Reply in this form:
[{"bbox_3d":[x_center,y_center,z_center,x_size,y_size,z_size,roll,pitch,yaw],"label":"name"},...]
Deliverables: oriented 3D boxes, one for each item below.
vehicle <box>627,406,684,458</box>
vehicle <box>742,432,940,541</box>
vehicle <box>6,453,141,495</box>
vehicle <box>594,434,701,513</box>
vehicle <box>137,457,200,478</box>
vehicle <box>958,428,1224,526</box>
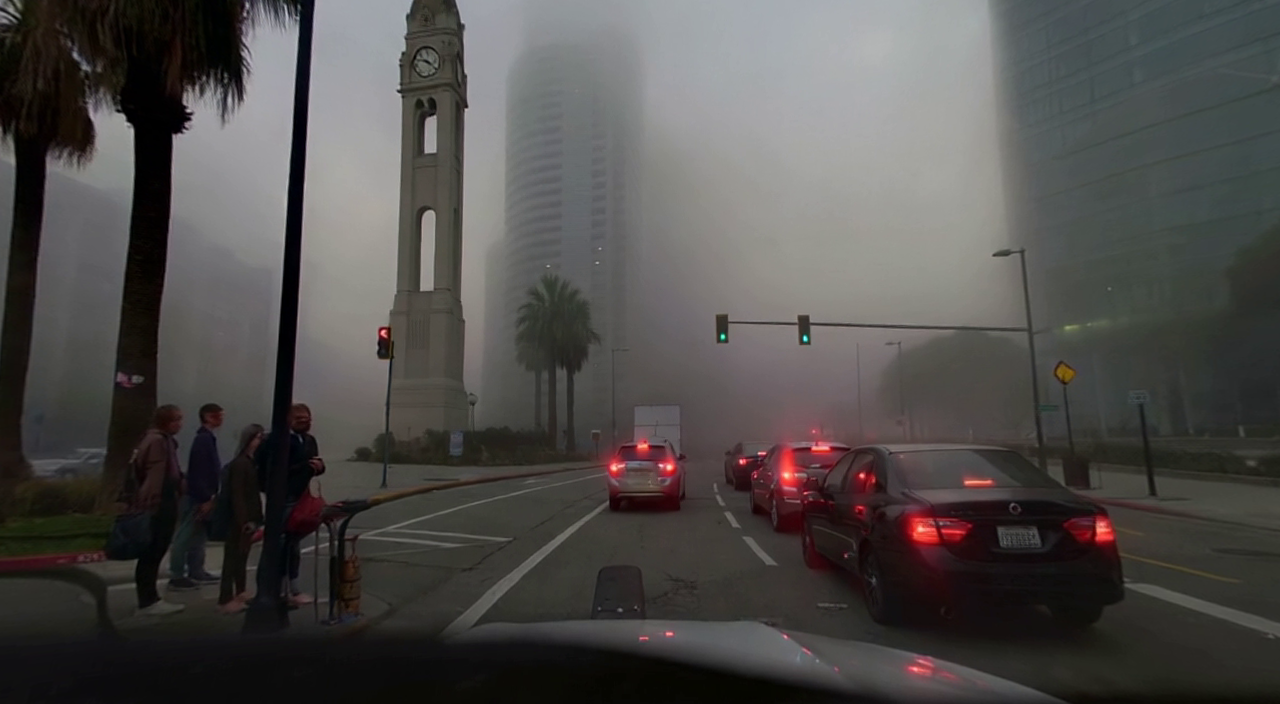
[{"bbox_3d":[0.824,3.739,29.056,2.230,2.158,5.498,-1,-9,5],"label":"vehicle"},{"bbox_3d":[3.102,2.174,10.846,1.913,1.469,4.425,0,-9,0],"label":"vehicle"},{"bbox_3d":[-26.710,5.724,29.967,2.105,1.793,4.812,1,-9,-4],"label":"vehicle"},{"bbox_3d":[0.172,2.621,13.984,2.048,1.503,3.681,0,-9,1],"label":"vehicle"},{"bbox_3d":[-36.837,9.011,49.264,1.700,1.527,4.445,1,-9,-4],"label":"vehicle"},{"bbox_3d":[8.178,2.283,12.050,1.859,1.508,4.259,0,-9,-1],"label":"vehicle"}]
